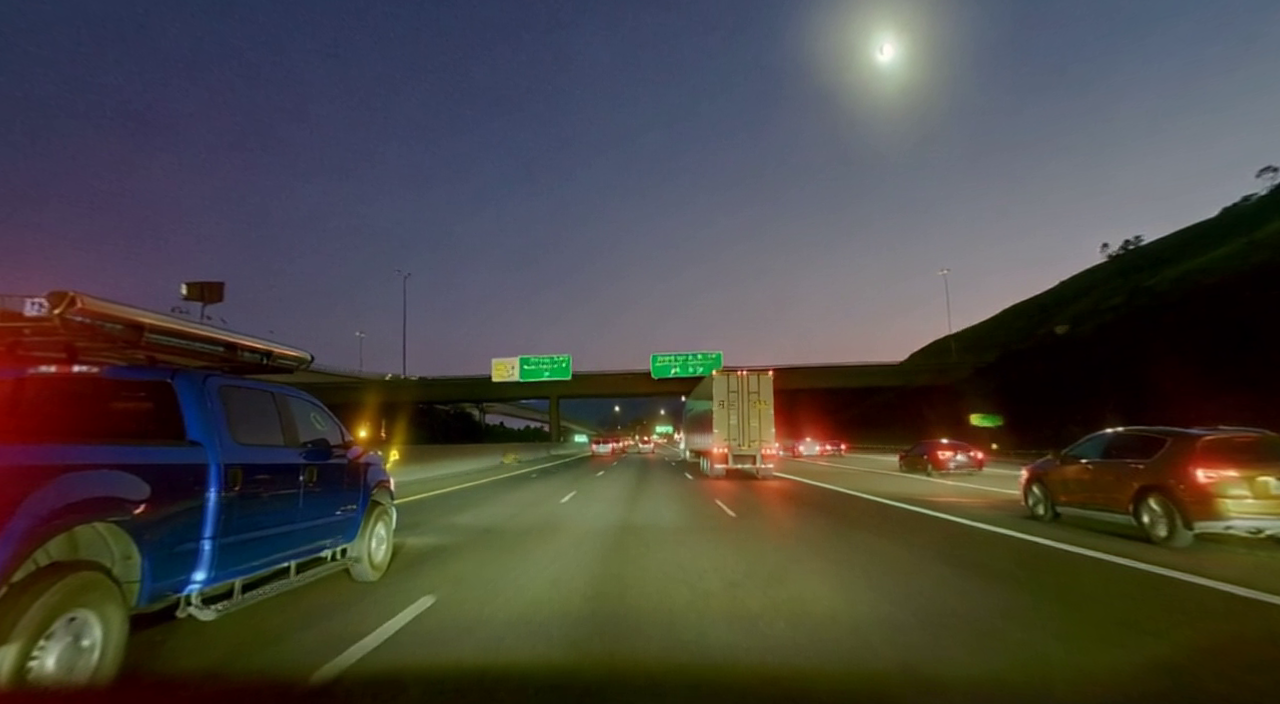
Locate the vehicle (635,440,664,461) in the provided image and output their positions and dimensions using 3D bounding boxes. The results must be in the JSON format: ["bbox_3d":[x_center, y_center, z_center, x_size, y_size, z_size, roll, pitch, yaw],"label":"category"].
[{"bbox_3d":[0.654,7.369,47.306,2.092,1.446,4.092,0,-8,0],"label":"vehicle"}]

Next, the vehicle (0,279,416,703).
[{"bbox_3d":[-3.975,0.974,4.244,2.599,2.054,6.288,0,-8,0],"label":"vehicle"}]

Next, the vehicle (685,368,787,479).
[{"bbox_3d":[3.967,3.557,29.595,2.885,4.036,12.891,0,-8,0],"label":"vehicle"}]

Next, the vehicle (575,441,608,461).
[{"bbox_3d":[-3.517,7.264,46.385,2.077,1.446,4.106,0,-8,0],"label":"vehicle"}]

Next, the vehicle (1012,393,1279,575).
[{"bbox_3d":[7.050,1.526,7.844,1.999,1.700,4.640,0,-8,0],"label":"vehicle"}]
